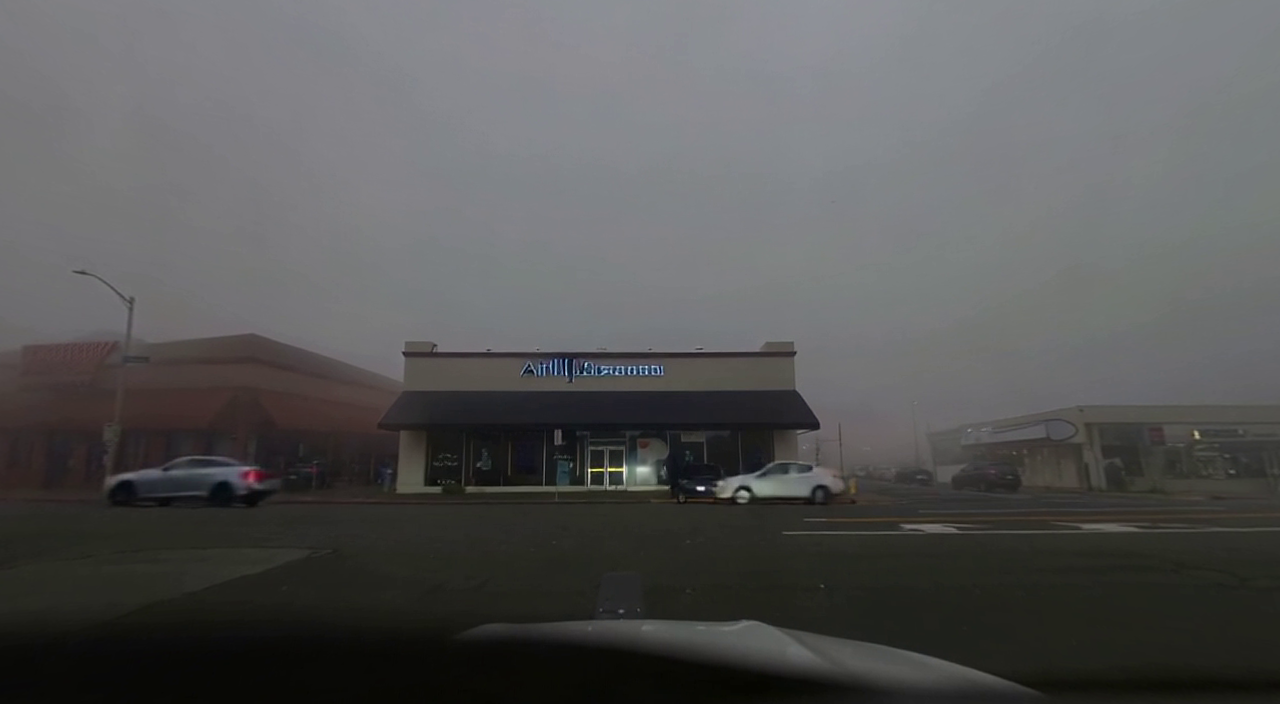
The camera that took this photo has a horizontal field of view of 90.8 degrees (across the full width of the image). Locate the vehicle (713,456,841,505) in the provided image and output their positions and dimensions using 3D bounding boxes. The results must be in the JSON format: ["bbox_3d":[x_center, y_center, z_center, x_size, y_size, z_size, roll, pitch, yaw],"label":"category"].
[{"bbox_3d":[4.808,4.552,22.570,4.073,1.609,1.813,1,-9,-4],"label":"vehicle"}]

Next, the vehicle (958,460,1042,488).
[{"bbox_3d":[25.780,8.689,45.323,4.838,1.799,1.914,-7,-11,39],"label":"vehicle"}]

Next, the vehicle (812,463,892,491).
[{"bbox_3d":[13.014,7.678,38.999,1.791,1.453,4.593,5,-10,-29],"label":"vehicle"}]

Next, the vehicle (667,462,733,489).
[{"bbox_3d":[3.646,7.600,39.179,1.812,1.468,4.519,5,-10,-29],"label":"vehicle"}]

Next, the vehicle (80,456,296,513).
[{"bbox_3d":[-12.915,3.800,18.368,4.661,1.478,1.878,1,-9,-7],"label":"vehicle"}]

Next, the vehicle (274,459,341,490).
[{"bbox_3d":[-19.976,7.287,37.865,4.596,1.680,1.936,-7,-11,41],"label":"vehicle"}]
